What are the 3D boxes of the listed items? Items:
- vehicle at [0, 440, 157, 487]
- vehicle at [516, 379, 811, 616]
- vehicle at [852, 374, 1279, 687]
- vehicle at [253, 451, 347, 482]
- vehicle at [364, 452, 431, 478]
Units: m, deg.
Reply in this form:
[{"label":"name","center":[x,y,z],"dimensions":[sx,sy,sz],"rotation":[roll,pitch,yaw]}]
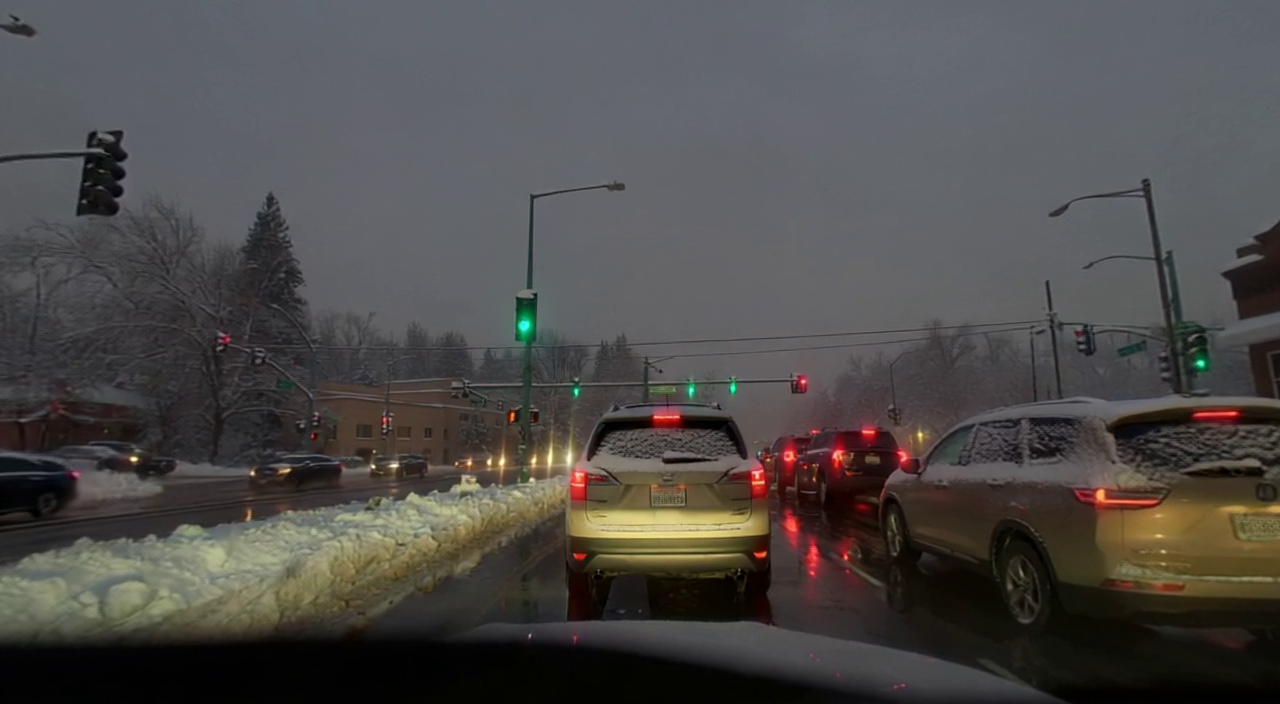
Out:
[{"label":"vehicle","center":[-24.580,4.836,27.550],"dimensions":[5.062,1.946,2.243],"rotation":[0,-9,-1]},{"label":"vehicle","center":[0.225,1.461,7.216],"dimensions":[2.292,1.840,4.394],"rotation":[0,-9,1]},{"label":"vehicle","center":[3.597,1.289,5.659],"dimensions":[2.018,1.701,4.288],"rotation":[0,-9,2]},{"label":"vehicle","center":[-22.134,7.423,41.202],"dimensions":[5.156,1.849,2.044],"rotation":[5,-10,-31]},{"label":"vehicle","center":[-17.641,8.204,46.253],"dimensions":[2.089,1.739,4.744],"rotation":[-2,-9,15]}]
